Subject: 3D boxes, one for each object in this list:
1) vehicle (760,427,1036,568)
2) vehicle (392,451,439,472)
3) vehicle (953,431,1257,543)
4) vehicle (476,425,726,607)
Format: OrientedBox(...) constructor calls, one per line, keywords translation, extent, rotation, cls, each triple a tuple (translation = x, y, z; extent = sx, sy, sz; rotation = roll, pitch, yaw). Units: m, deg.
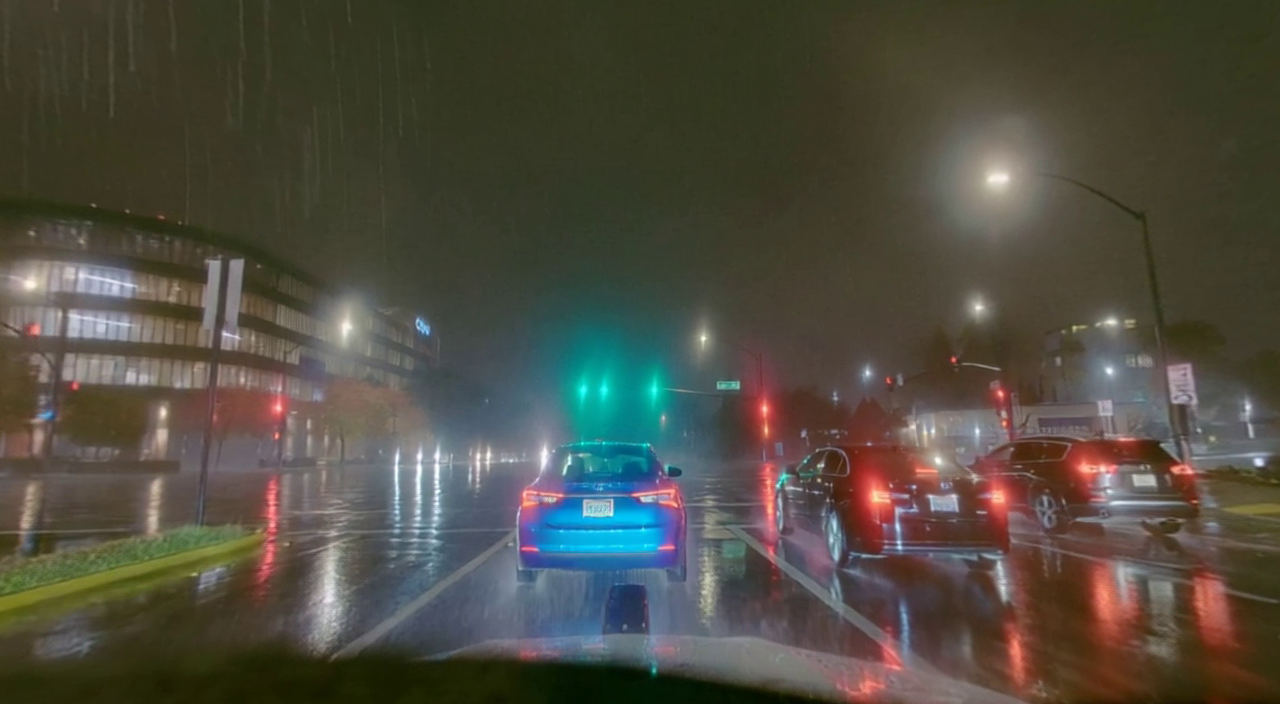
OrientedBox(translation=(3.214, 1.887, 8.970), extent=(2.042, 1.508, 4.109), rotation=(0, -8, -2), cls="vehicle")
OrientedBox(translation=(-17.141, 8.335, 48.373), extent=(2.048, 1.463, 4.530), rotation=(0, -8, -1), cls="vehicle")
OrientedBox(translation=(7.443, 2.164, 10.787), extent=(1.908, 1.517, 4.182), rotation=(0, -8, -1), cls="vehicle")
OrientedBox(translation=(-0.369, 1.653, 7.287), extent=(2.059, 1.477, 3.988), rotation=(0, -8, -1), cls="vehicle")
